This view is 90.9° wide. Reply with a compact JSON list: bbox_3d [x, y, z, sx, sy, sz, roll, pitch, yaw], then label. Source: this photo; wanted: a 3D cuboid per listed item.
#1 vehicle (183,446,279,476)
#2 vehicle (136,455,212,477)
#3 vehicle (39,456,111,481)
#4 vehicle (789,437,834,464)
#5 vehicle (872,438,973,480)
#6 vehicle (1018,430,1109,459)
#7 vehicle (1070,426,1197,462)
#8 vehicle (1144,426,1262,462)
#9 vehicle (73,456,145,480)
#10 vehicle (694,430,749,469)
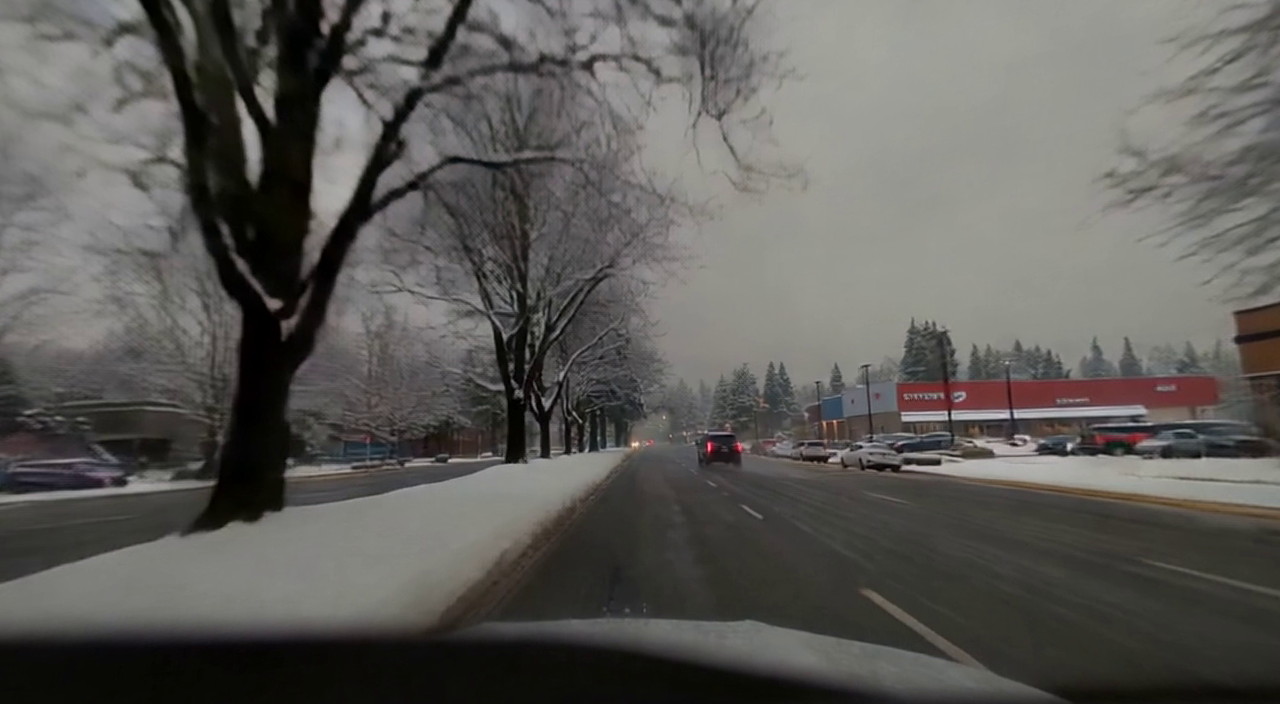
[{"bbox_3d":[-27.018,7.183,41.775,4.874,1.859,2.019,0,-8,-2],"label":"vehicle"},{"bbox_3d":[-34.638,8.487,47.006,1.863,1.462,4.759,-1,-8,3],"label":"vehicle"},{"bbox_3d":[-41.607,8.554,46.529,1.865,1.513,3.835,-1,-6,-3],"label":"vehicle"},{"bbox_3d":[11.240,6.462,41.492,1.958,1.654,4.258,-1,-8,3],"label":"vehicle"},{"bbox_3d":[10.901,4.128,24.726,1.842,1.474,4.456,0,-8,0],"label":"vehicle"},{"bbox_3d":[23.320,5.134,34.964,1.858,1.463,4.703,0,-8,1],"label":"vehicle"},{"bbox_3d":[23.013,4.333,29.724,1.926,1.503,4.994,0,-8,0],"label":"vehicle"},{"bbox_3d":[25.859,4.196,29.127,1.868,1.500,3.853,-2,-7,1],"label":"vehicle"},{"bbox_3d":[-38.813,8.475,46.172,1.851,1.522,4.038,-1,-7,-1],"label":"vehicle"},{"bbox_3d":[4.129,5.039,32.788,2.183,1.845,4.482,0,-8,-1],"label":"vehicle"}]
